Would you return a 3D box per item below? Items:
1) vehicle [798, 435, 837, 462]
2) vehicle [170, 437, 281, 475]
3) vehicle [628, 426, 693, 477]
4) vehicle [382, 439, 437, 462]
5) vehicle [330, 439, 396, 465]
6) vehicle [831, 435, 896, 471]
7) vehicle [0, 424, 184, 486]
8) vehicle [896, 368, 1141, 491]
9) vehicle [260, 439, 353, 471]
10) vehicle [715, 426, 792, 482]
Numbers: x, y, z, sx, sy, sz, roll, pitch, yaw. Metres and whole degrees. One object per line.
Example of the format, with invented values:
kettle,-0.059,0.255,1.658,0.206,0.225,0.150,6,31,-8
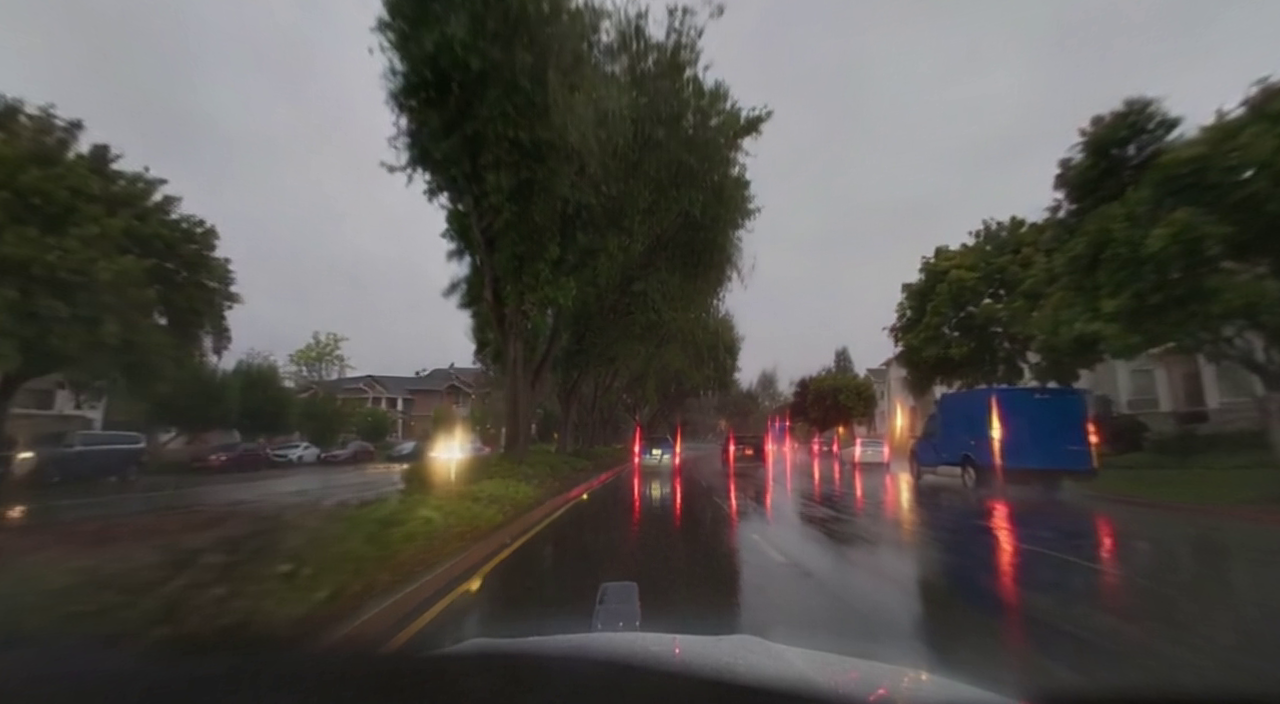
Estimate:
vehicle,12.954,7.065,46.380,1.938,1.860,4.690,-1,-8,6
vehicle,-18.173,4.602,27.984,1.845,1.512,4.316,-2,-9,2
vehicle,0.868,3.941,25.229,2.345,1.841,5.032,0,-8,3
vehicle,-16.689,7.207,46.005,2.023,1.561,4.497,-3,-10,5
vehicle,-17.401,6.389,39.911,1.849,1.455,4.606,-2,-11,4
vehicle,11.891,5.373,33.939,2.080,1.744,4.889,0,-8,5
vehicle,-18.542,3.444,20.942,2.272,1.746,5.914,-1,-10,2
vehicle,11.350,2.575,20.149,3.705,3.221,6.779,-1,-9,3
vehicle,-17.711,5.508,33.873,1.951,1.513,5.107,-3,-9,4
vehicle,3.985,3.660,22.954,2.033,1.823,4.409,0,-8,1
